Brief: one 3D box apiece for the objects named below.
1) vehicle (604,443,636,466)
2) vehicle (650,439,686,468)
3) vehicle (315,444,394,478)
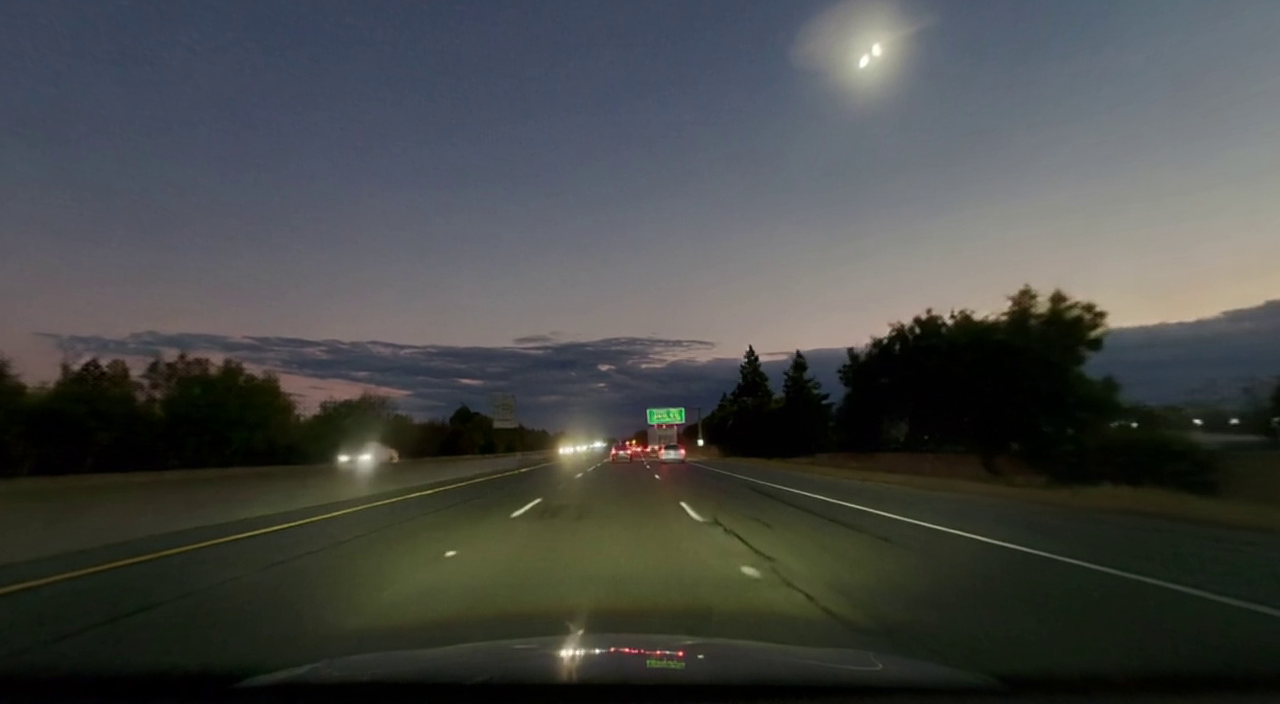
[{"bbox_3d":[-1.403,7.390,45.540,2.173,1.598,4.293,0,-9,-1],"label":"vehicle"},{"bbox_3d":[1.917,7.115,44.471,2.139,1.925,4.312,0,-9,-3],"label":"vehicle"},{"bbox_3d":[-14.470,5.550,32.298,1.941,1.588,4.536,0,-9,-1],"label":"vehicle"}]
